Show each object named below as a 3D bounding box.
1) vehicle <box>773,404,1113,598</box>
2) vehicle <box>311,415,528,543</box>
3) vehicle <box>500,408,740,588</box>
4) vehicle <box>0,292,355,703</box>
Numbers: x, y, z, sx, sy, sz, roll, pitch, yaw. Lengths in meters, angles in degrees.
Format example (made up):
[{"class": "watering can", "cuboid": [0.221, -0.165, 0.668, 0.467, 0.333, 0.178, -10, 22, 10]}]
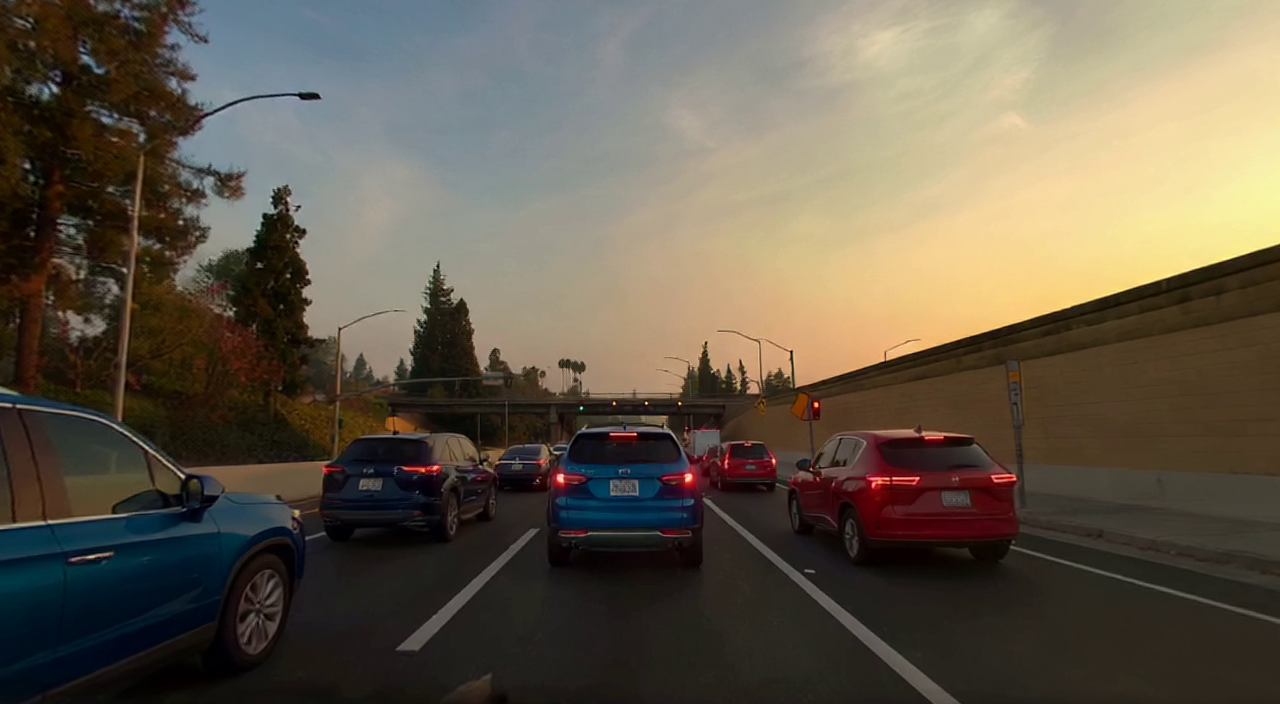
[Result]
[{"class": "vehicle", "cuboid": [3.145, 1.632, 7.793, 2.029, 1.702, 4.281, 0, -8, 0]}, {"class": "vehicle", "cuboid": [-3.487, 2.108, 11.138, 2.067, 1.759, 4.631, 0, -8, 1]}, {"class": "vehicle", "cuboid": [-0.157, 1.657, 7.947, 2.245, 1.677, 3.913, 0, -8, 1]}, {"class": "vehicle", "cuboid": [-3.511, 0.833, 3.117, 2.070, 1.913, 4.450, 0, -8, 0]}]
